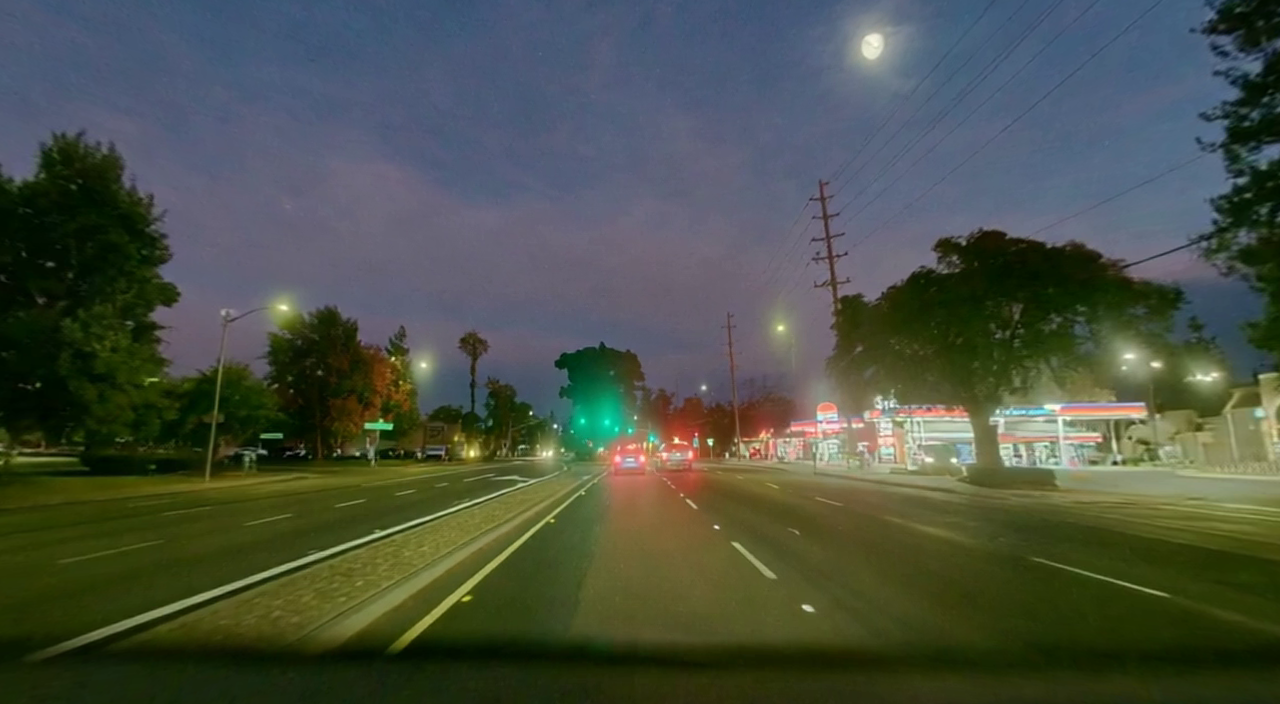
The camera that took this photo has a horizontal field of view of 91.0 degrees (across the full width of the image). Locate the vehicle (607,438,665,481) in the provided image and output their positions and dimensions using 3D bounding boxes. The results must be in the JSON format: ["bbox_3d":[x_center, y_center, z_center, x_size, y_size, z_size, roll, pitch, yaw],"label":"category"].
[{"bbox_3d":[-0.192,4.299,25.348,2.145,1.572,4.021,0,-8,-1],"label":"vehicle"}]

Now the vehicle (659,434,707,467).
[{"bbox_3d":[2.844,6.748,43.261,2.731,2.101,6.047,0,-8,-2],"label":"vehicle"}]
